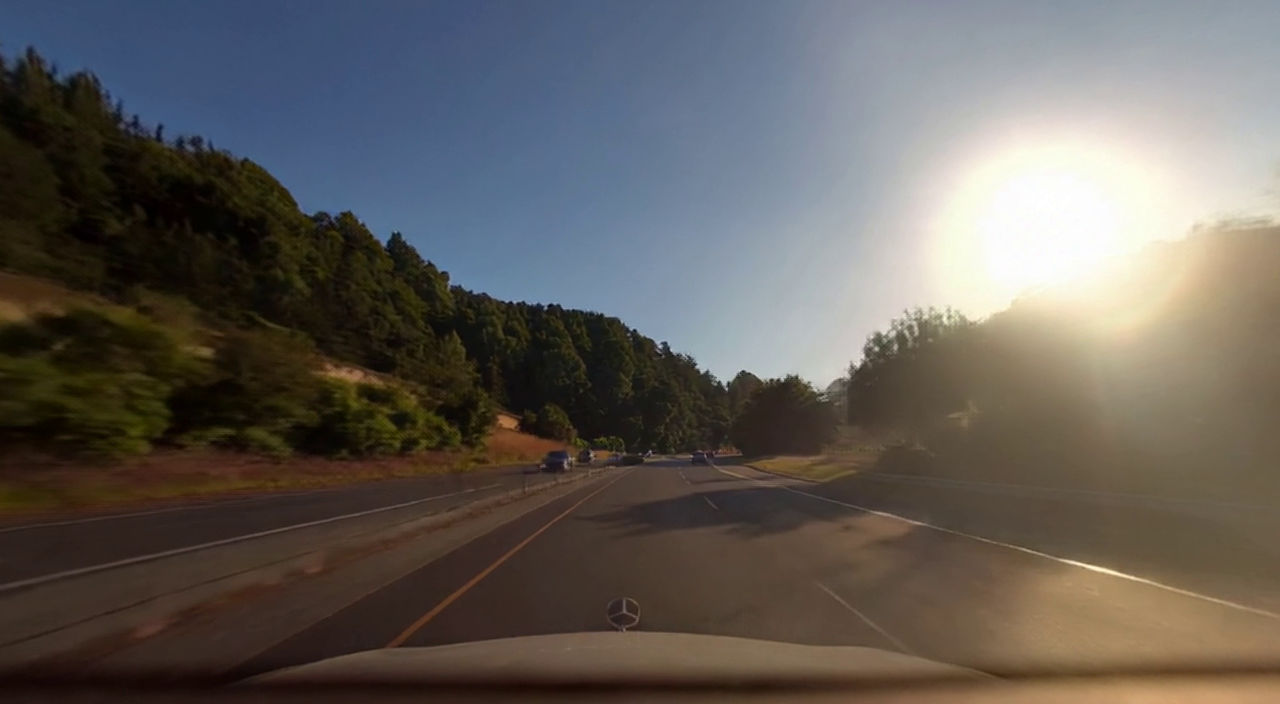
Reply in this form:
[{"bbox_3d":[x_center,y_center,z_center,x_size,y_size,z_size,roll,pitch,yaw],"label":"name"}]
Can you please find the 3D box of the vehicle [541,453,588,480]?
[{"bbox_3d":[-4.604,7.065,39.273,2.058,1.501,4.749,-1,-9,3],"label":"vehicle"}]
